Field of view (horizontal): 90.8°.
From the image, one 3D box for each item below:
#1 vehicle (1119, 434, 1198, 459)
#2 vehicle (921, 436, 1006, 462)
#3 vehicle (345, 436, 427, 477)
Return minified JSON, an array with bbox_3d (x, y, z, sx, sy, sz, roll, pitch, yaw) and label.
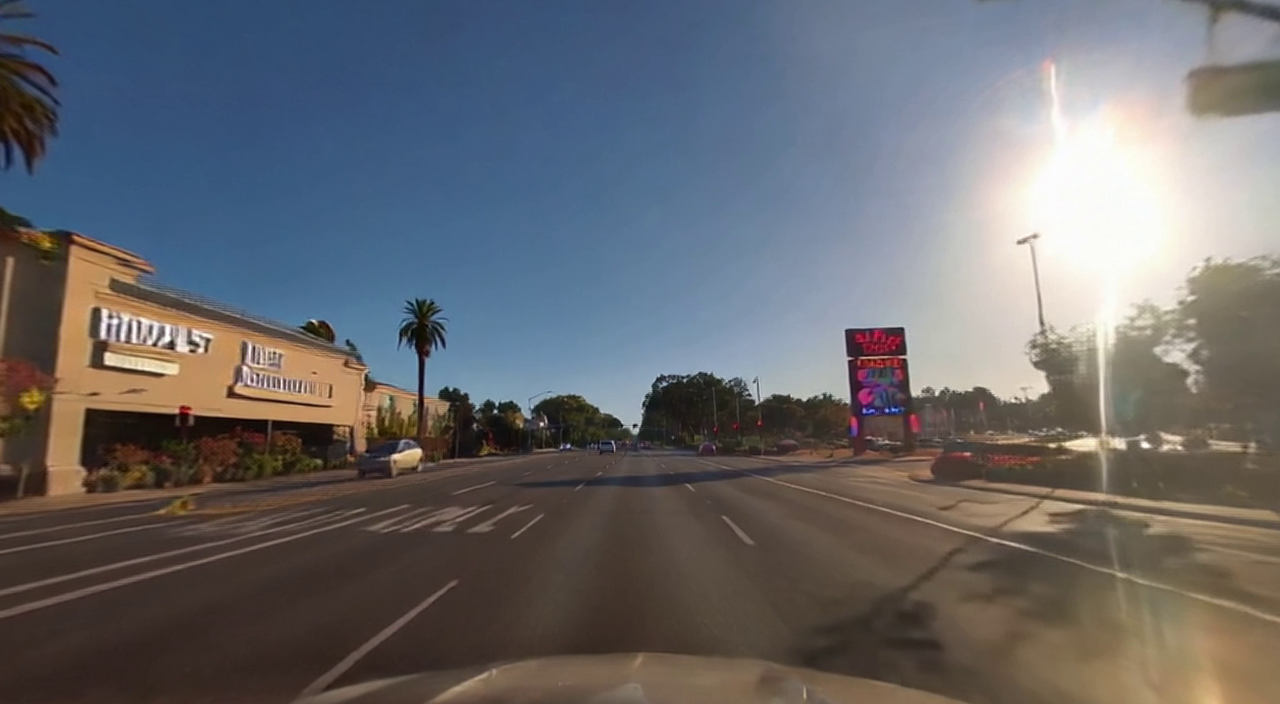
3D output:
[{"bbox_3d":[34.830,6.351,42.490,3.698,1.478,1.811,-2,-8,-2],"label":"vehicle"},{"bbox_3d":[21.644,6.495,42.368,4.620,1.475,1.904,-3,-8,-3],"label":"vehicle"},{"bbox_3d":[-13.066,5.377,32.885,2.237,1.950,5.039,0,-8,-1],"label":"vehicle"}]
